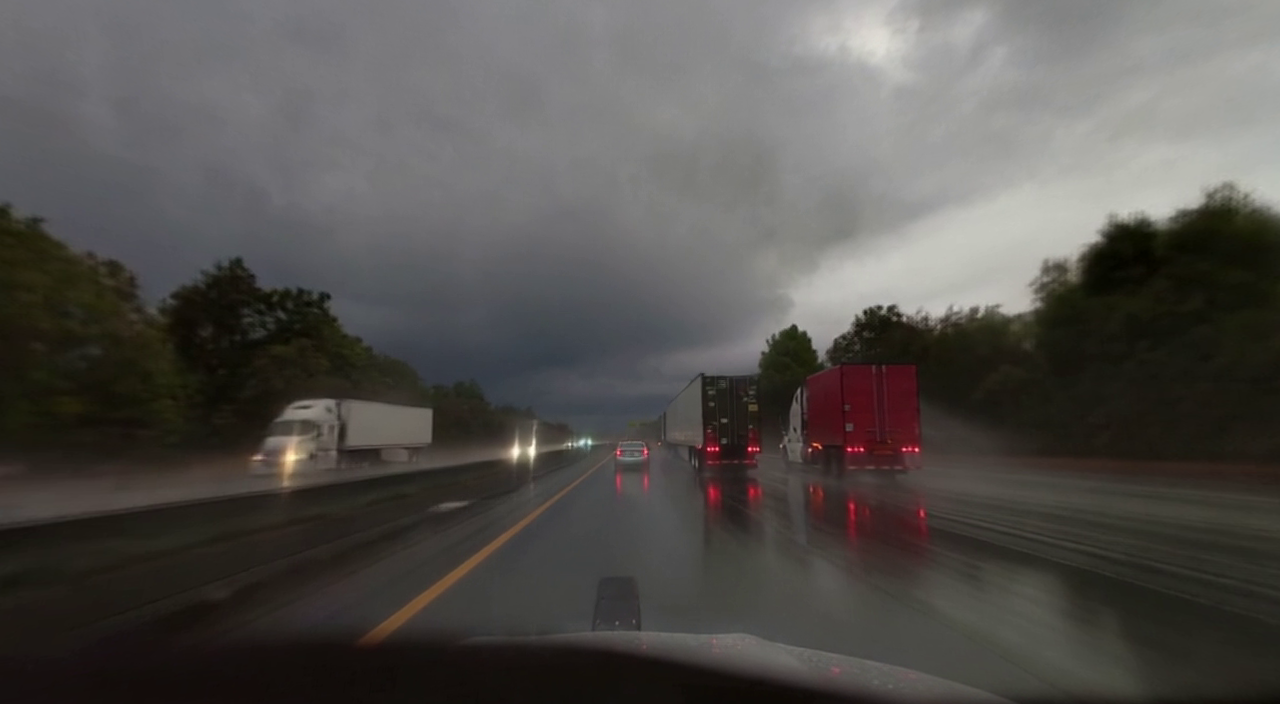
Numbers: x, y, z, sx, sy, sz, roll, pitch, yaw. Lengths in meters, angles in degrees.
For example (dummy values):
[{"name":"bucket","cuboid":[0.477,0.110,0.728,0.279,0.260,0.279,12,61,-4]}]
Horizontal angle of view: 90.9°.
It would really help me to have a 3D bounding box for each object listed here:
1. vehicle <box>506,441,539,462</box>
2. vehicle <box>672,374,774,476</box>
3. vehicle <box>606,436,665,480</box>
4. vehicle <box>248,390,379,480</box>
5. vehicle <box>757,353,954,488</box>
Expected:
[{"name":"vehicle","cuboid":[-8.985,7.559,48.257,1.841,1.488,3.664,0,-8,-1]},{"name":"vehicle","cuboid":[3.712,3.872,32.530,2.888,4.099,14.183,0,-8,-2]},{"name":"vehicle","cuboid":[-0.201,3.894,23.544,2.038,1.477,3.773,0,-8,-1]},{"name":"vehicle","cuboid":[-16.917,4.439,33.387,3.135,4.207,7.042,0,-8,-1]},{"name":"vehicle","cuboid":[7.869,2.987,26.285,2.876,4.111,14.145,0,-8,-1]}]
